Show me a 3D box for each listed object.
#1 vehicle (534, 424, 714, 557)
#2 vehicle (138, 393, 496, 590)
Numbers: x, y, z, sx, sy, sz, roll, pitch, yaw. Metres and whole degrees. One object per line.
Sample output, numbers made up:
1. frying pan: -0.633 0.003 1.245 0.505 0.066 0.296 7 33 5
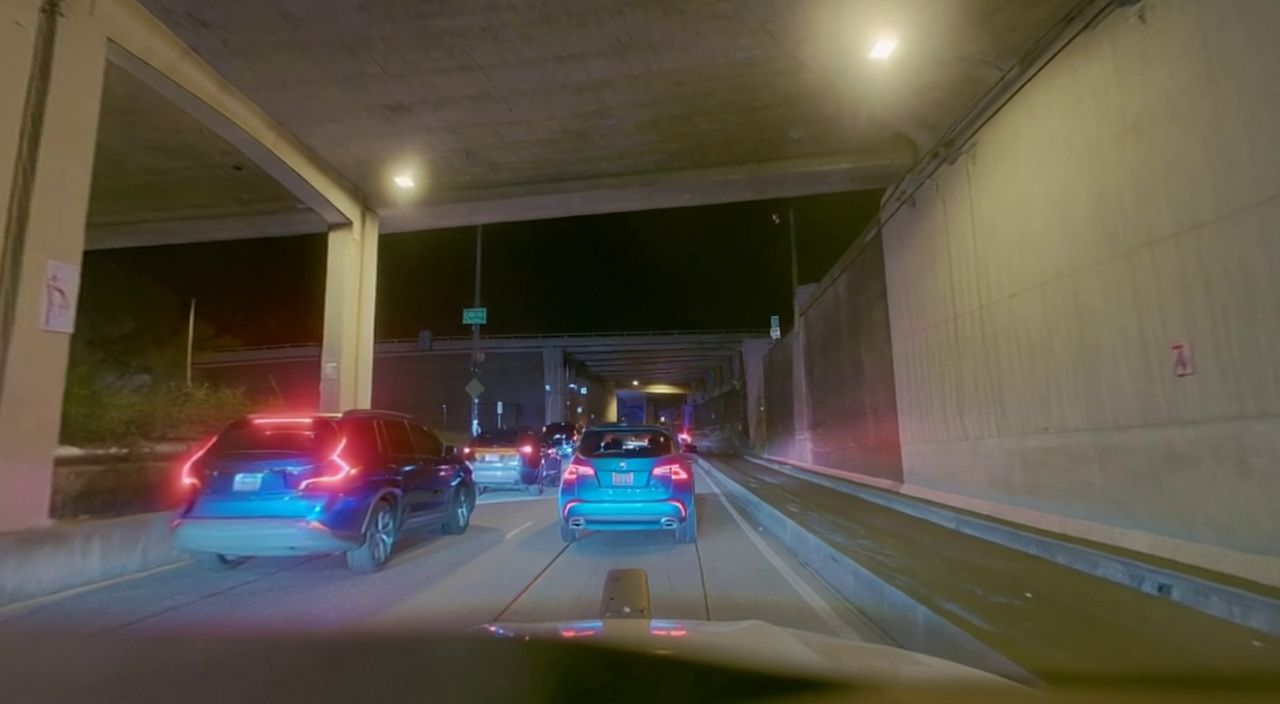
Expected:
1. vehicle: -0.096 1.863 9.205 2.020 1.478 4.092 -1 -8 3
2. vehicle: -3.454 1.595 8.041 2.017 1.761 4.572 0 -8 2
